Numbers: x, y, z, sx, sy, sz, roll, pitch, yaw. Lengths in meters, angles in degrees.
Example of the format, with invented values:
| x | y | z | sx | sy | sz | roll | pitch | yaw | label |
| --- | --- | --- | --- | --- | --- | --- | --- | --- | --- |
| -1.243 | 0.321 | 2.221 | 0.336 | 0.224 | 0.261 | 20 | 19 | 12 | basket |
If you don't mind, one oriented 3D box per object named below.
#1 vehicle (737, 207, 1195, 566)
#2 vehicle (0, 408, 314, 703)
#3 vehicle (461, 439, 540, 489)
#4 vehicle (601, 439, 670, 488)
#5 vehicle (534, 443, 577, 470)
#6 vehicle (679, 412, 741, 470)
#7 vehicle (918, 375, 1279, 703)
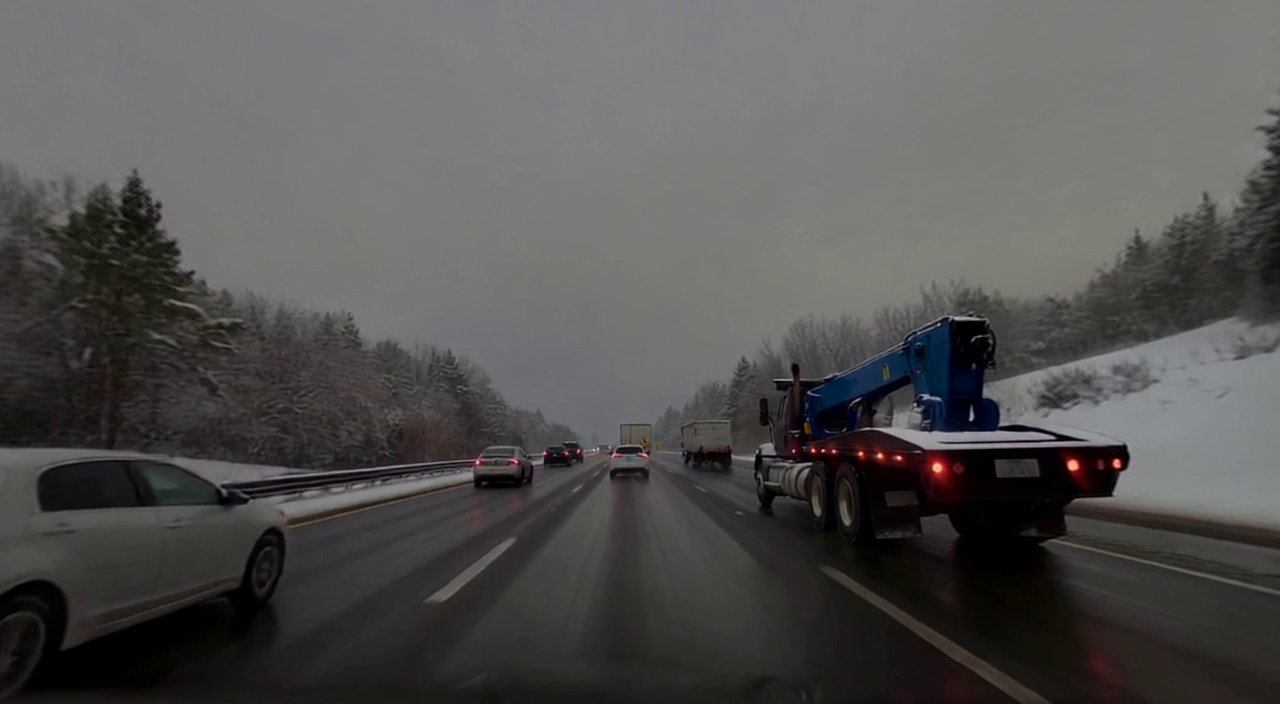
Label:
| x | y | z | sx | sy | sz | roll | pitch | yaw | label |
| --- | --- | --- | --- | --- | --- | --- | --- | --- | --- |
| 3.848 | 0.914 | 10.504 | 2.975 | 3.618 | 8.456 | 0 | -9 | 0 | vehicle |
| -4.118 | 1.125 | 3.630 | 1.880 | 1.507 | 4.757 | 0 | -9 | 0 | vehicle |
| -4.721 | 3.846 | 21.776 | 1.858 | 1.527 | 3.974 | 0 | -9 | -1 | vehicle |
| -0.206 | 3.785 | 21.603 | 2.150 | 1.498 | 3.988 | 0 | -9 | -2 | vehicle |
| -4.947 | 6.191 | 37.117 | 1.924 | 1.481 | 4.264 | 0 | -9 | 0 | vehicle |
| 3.701 | 4.970 | 34.708 | 2.416 | 2.829 | 7.016 | 0 | -9 | -2 | vehicle |
| 4.009 | 0.981 | 3.076 | 2.599 | 1.631 | 5.693 | 0 | -9 | -1 | vehicle |
